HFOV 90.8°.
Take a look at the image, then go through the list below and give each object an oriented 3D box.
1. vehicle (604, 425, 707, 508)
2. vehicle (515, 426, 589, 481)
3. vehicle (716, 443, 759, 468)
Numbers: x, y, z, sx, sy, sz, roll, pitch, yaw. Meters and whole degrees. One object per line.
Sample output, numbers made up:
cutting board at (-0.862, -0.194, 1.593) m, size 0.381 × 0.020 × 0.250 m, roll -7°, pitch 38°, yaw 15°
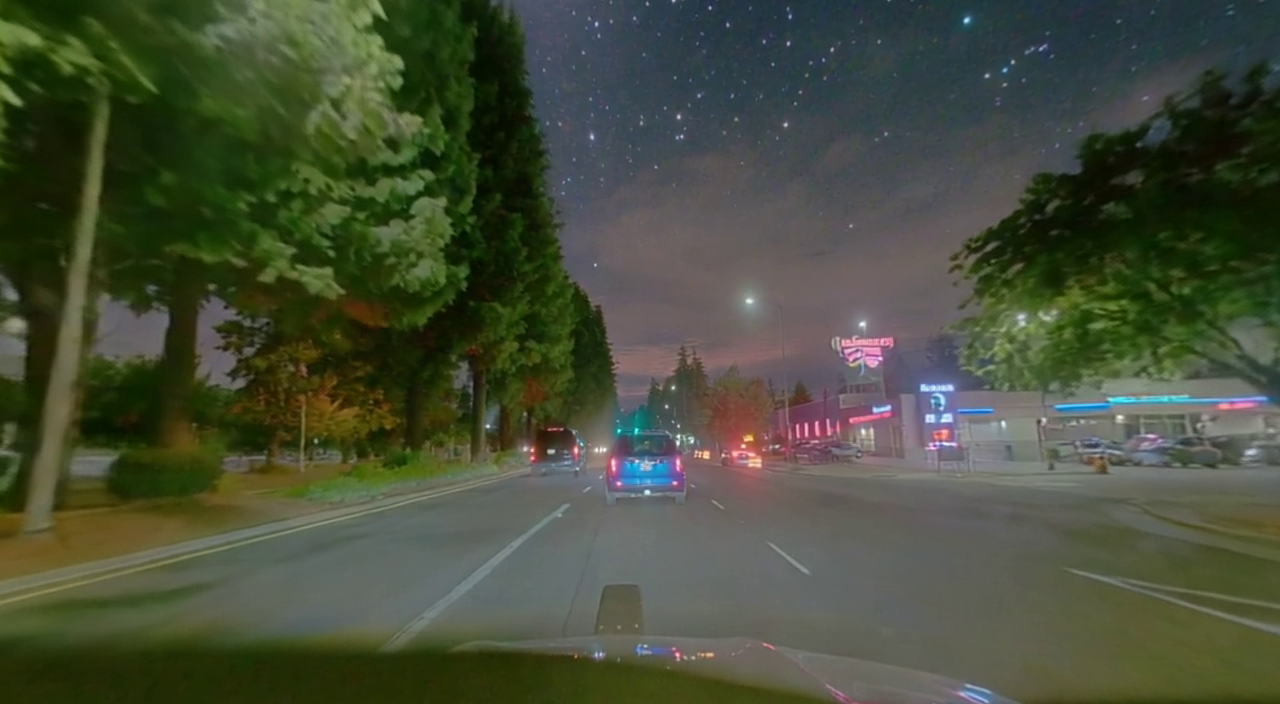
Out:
vehicle at (0.238, 2.733, 15.505) m, size 2.168 × 1.725 × 4.192 m, roll 0°, pitch -9°, yaw -2°
vehicle at (-3.569, 4.282, 26.901) m, size 2.357 × 2.063 × 5.488 m, roll 0°, pitch -9°, yaw 0°
vehicle at (6.485, 6.960, 42.510) m, size 2.076 × 1.535 × 4.460 m, roll 0°, pitch -9°, yaw -1°
